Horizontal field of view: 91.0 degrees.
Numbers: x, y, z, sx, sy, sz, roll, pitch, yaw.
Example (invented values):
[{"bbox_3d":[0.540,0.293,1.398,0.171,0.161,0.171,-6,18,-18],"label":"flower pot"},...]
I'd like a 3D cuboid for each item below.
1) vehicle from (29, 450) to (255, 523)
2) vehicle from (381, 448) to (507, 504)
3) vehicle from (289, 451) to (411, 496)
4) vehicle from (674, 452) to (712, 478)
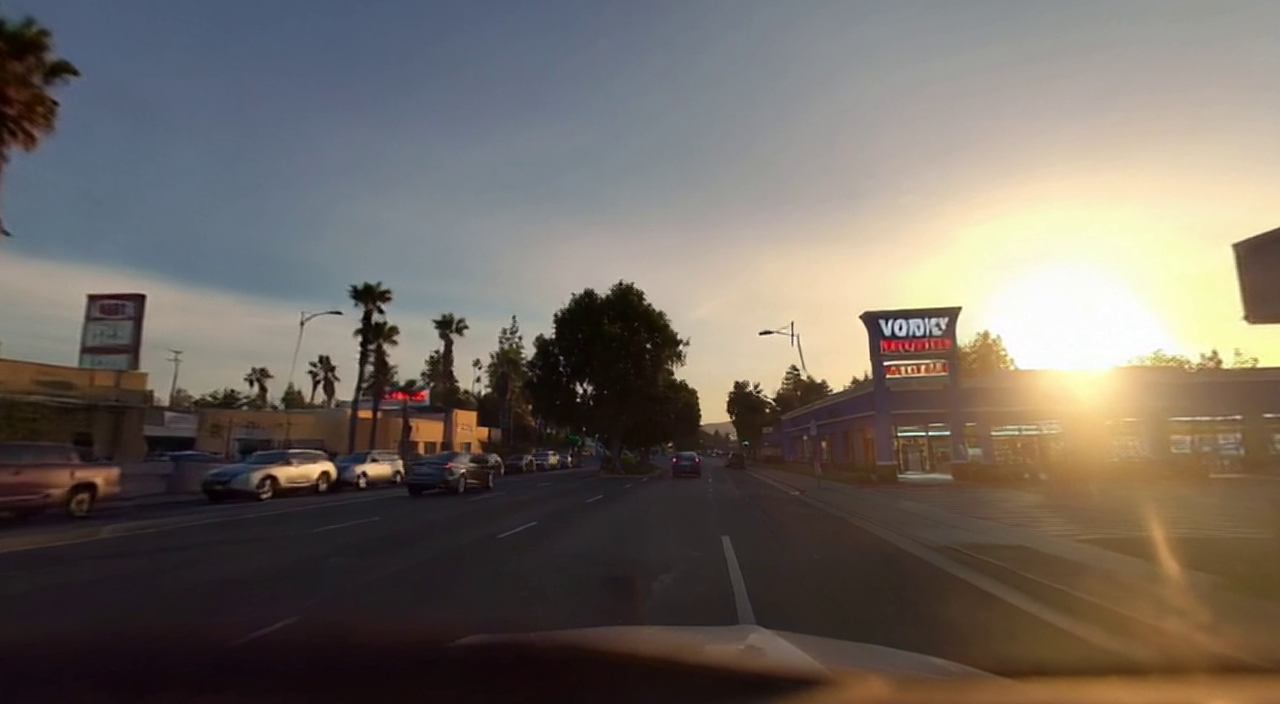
[{"bbox_3d":[-11.606,3.106,15.137,1.776,1.448,4.137,-1,-9,6],"label":"vehicle"},{"bbox_3d":[-5.870,3.747,19.548,2.090,1.520,4.452,-1,-9,6],"label":"vehicle"},{"bbox_3d":[-10.796,4.520,23.914,1.981,1.493,4.721,-1,-9,6],"label":"vehicle"},{"bbox_3d":[3.398,7.097,39.700,2.139,1.461,4.918,-1,-9,8],"label":"vehicle"}]
